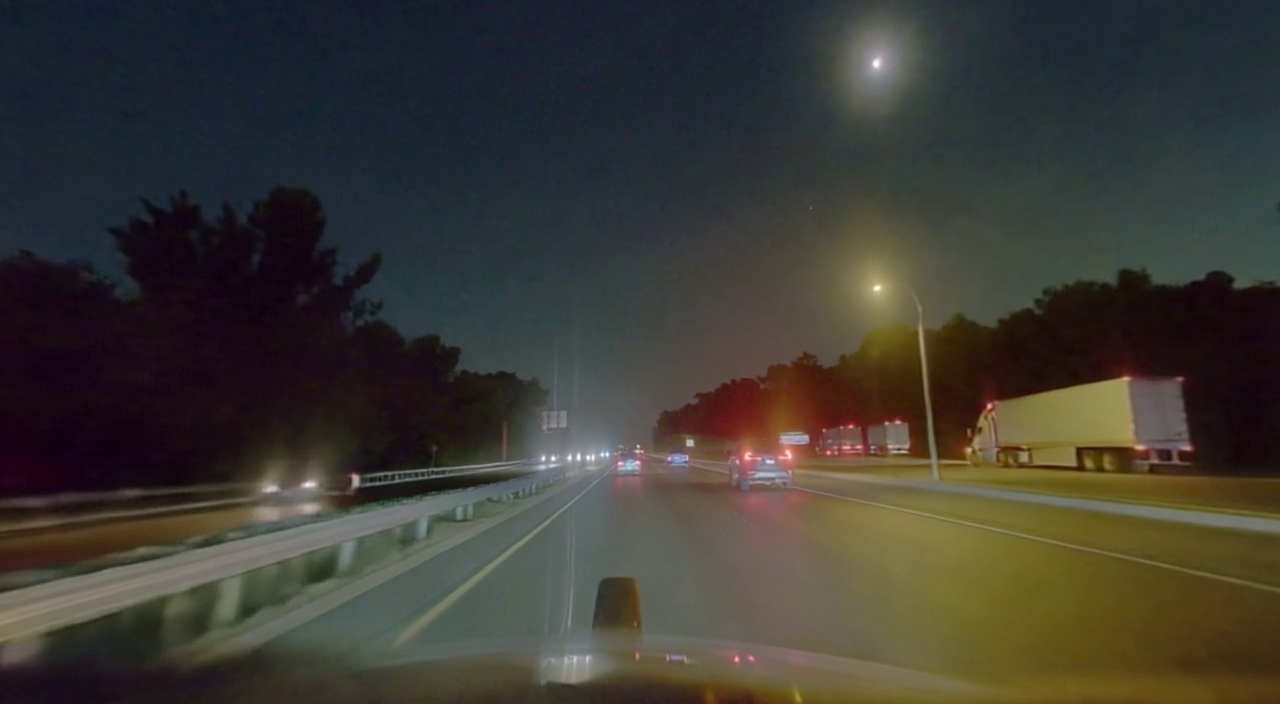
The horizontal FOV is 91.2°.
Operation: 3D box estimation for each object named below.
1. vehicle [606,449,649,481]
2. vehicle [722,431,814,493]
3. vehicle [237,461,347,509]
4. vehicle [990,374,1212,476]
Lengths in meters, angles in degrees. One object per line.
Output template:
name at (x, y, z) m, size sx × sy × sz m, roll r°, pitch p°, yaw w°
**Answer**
vehicle at (-0.600, 5.689, 31.744) m, size 2.029 × 1.483 × 3.769 m, roll 0°, pitch -9°, yaw 0°
vehicle at (4.452, 3.947, 22.741) m, size 2.261 × 1.952 × 4.784 m, roll 0°, pitch -9°, yaw -1°
vehicle at (-12.891, 4.904, 23.529) m, size 1.844 × 1.542 × 4.013 m, roll 0°, pitch -9°, yaw 0°
vehicle at (22.407, 4.019, 32.191) m, size 2.890 × 4.108 × 13.635 m, roll -2°, pitch -9°, yaw 8°
